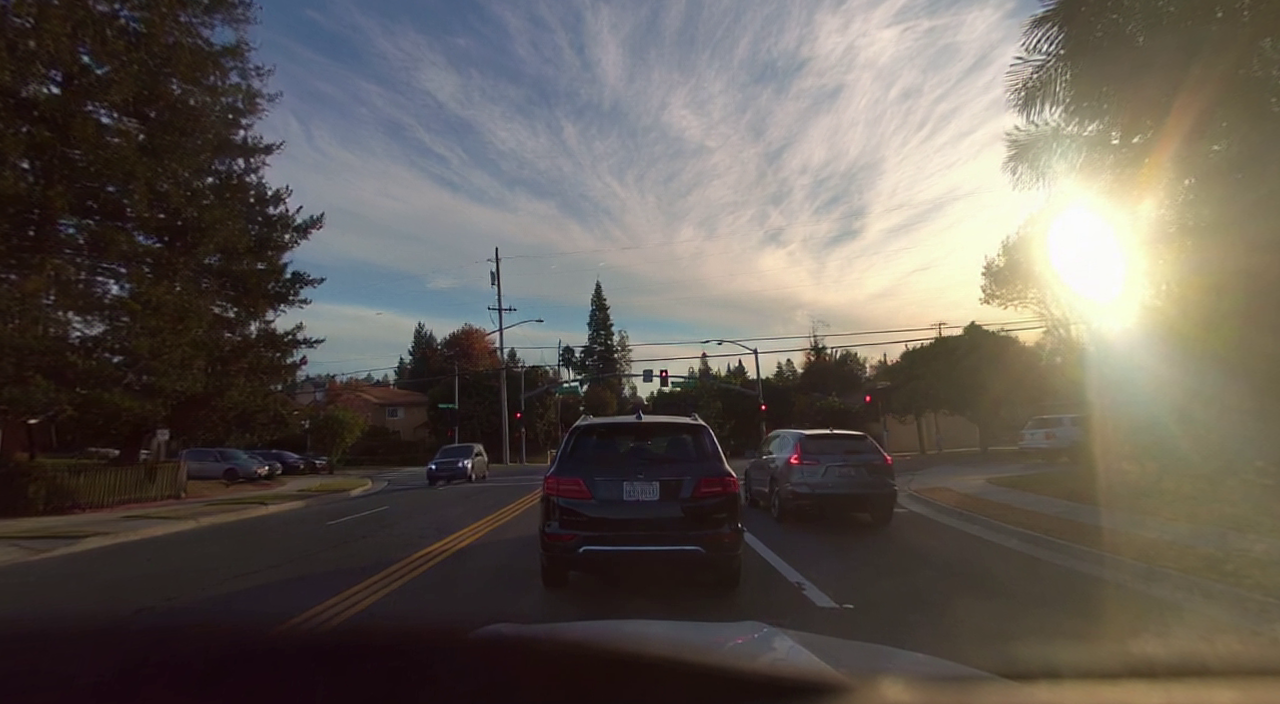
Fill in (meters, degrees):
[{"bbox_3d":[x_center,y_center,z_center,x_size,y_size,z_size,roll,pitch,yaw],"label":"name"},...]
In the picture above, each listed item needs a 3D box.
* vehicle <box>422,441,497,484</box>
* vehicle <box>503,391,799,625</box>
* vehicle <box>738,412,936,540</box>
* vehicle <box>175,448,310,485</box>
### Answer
[{"bbox_3d":[-7.537,4.638,26.734,1.985,1.672,3.960,0,-8,0],"label":"vehicle"},{"bbox_3d":[0.060,1.437,6.736,2.151,1.695,4.100,0,-8,-1],"label":"vehicle"},{"bbox_3d":[3.081,2.039,10.958,1.967,1.756,4.281,0,-8,-1],"label":"vehicle"},{"bbox_3d":[-16.123,4.645,25.722,4.245,1.446,1.827,0,-8,1],"label":"vehicle"}]
